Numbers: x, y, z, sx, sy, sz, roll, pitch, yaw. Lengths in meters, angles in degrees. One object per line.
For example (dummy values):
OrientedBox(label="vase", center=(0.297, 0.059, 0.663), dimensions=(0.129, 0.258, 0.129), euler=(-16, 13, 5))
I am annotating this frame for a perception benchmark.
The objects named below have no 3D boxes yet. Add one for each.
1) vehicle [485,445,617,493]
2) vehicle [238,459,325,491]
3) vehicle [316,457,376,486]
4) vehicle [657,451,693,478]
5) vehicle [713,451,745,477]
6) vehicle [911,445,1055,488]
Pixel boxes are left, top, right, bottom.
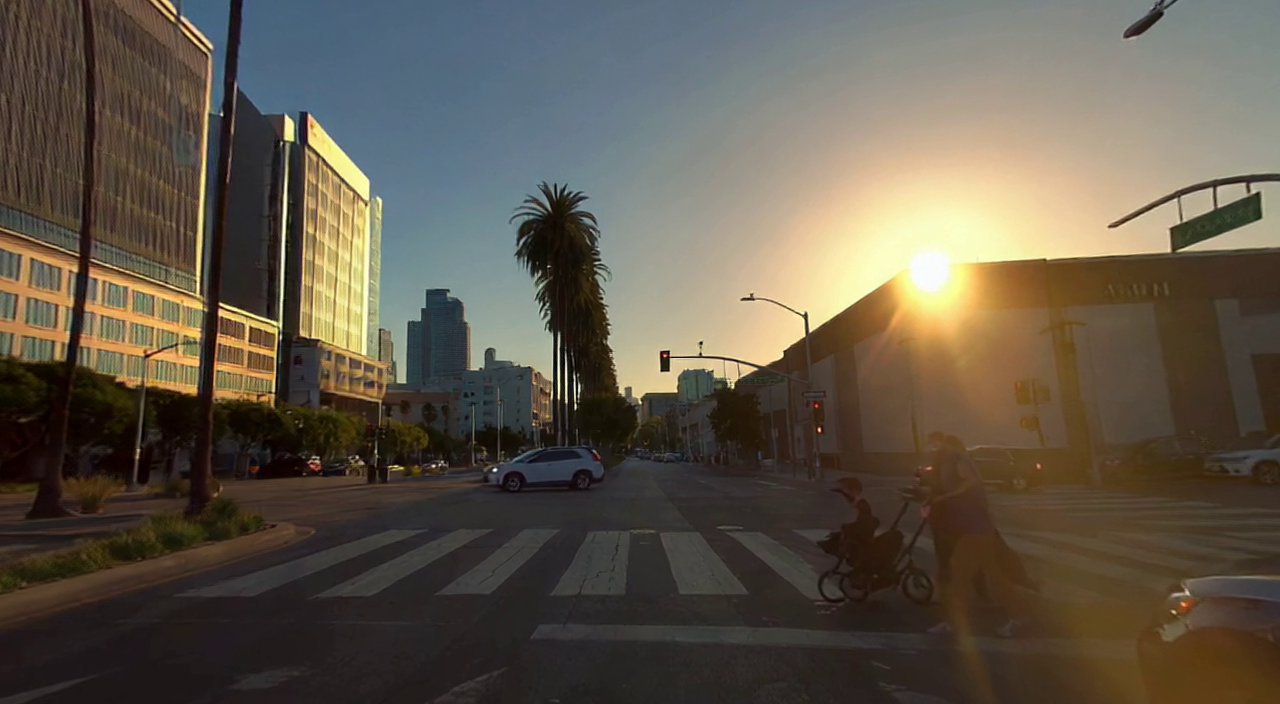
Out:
OrientedBox(label="vehicle", center=(-3.114, 4.173, 22.800), dimensions=(4.499, 1.594, 1.898), euler=(0, -9, -4))
OrientedBox(label="vehicle", center=(-19.951, 6.860, 35.438), dimensions=(2.069, 1.540, 4.774), euler=(0, -8, 0))
OrientedBox(label="vehicle", center=(-20.077, 8.157, 43.389), dimensions=(2.043, 1.745, 4.420), euler=(0, -8, -1))
OrientedBox(label="vehicle", center=(2.507, 8.228, 46.578), dimensions=(2.325, 1.810, 4.827), euler=(0, -8, -1))
OrientedBox(label="vehicle", center=(6.386, 8.042, 45.544), dimensions=(2.176, 1.690, 4.138), euler=(-1, -9, 7))
OrientedBox(label="vehicle", center=(12.854, 4.310, 23.937), dimensions=(4.273, 1.525, 2.000), euler=(-1, -9, 7))
